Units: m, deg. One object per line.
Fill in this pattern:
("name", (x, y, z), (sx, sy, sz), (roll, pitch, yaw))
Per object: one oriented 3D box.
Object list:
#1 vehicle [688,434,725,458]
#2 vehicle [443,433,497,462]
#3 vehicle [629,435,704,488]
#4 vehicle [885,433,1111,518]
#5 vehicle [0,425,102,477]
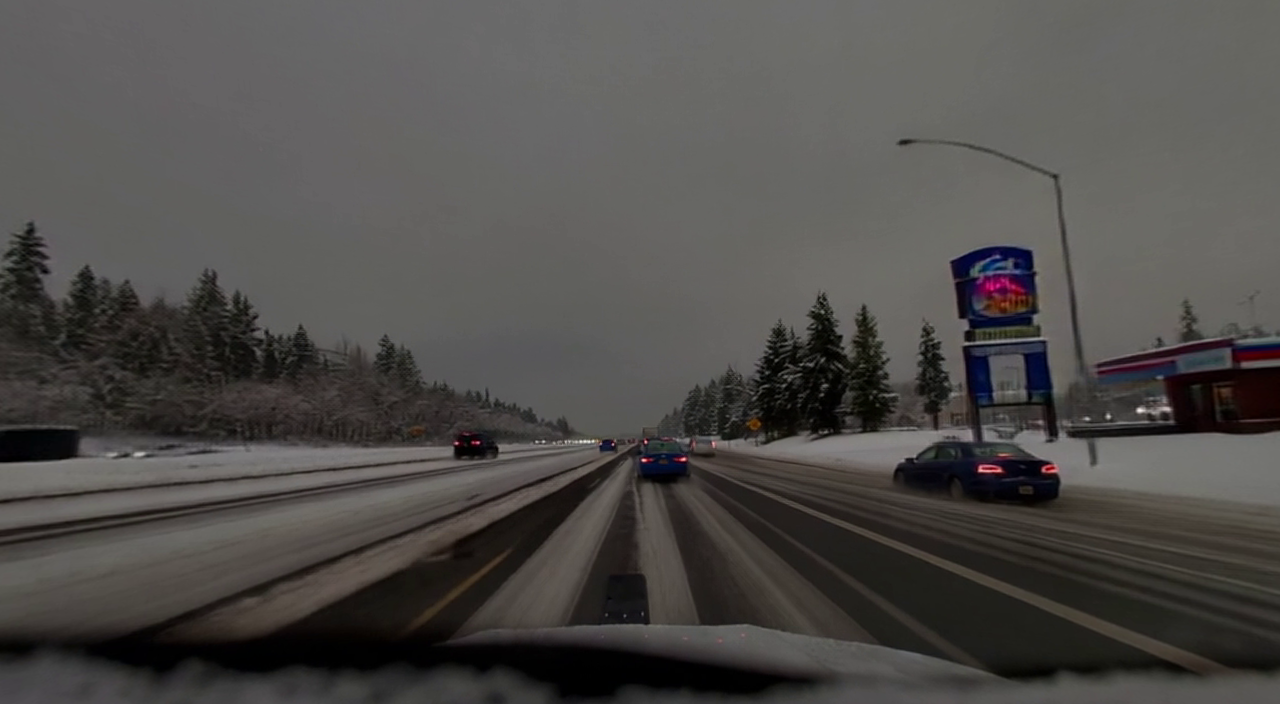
("vehicle", (5.003, 7.170, 48.096), (2.261, 1.781, 4.709), (0, -8, -1))
("vehicle", (-10.331, 5.847, 38.633), (1.950, 1.664, 4.403), (0, -8, 1))
("vehicle", (0.742, 3.404, 19.842), (2.113, 1.464, 4.073), (0, -8, 0))
("vehicle", (7.081, 2.472, 13.172), (2.030, 1.442, 4.358), (0, -8, -2))
("vehicle", (-21.362, 3.365, 21.555), (1.901, 1.635, 4.548), (0, -8, 0))
